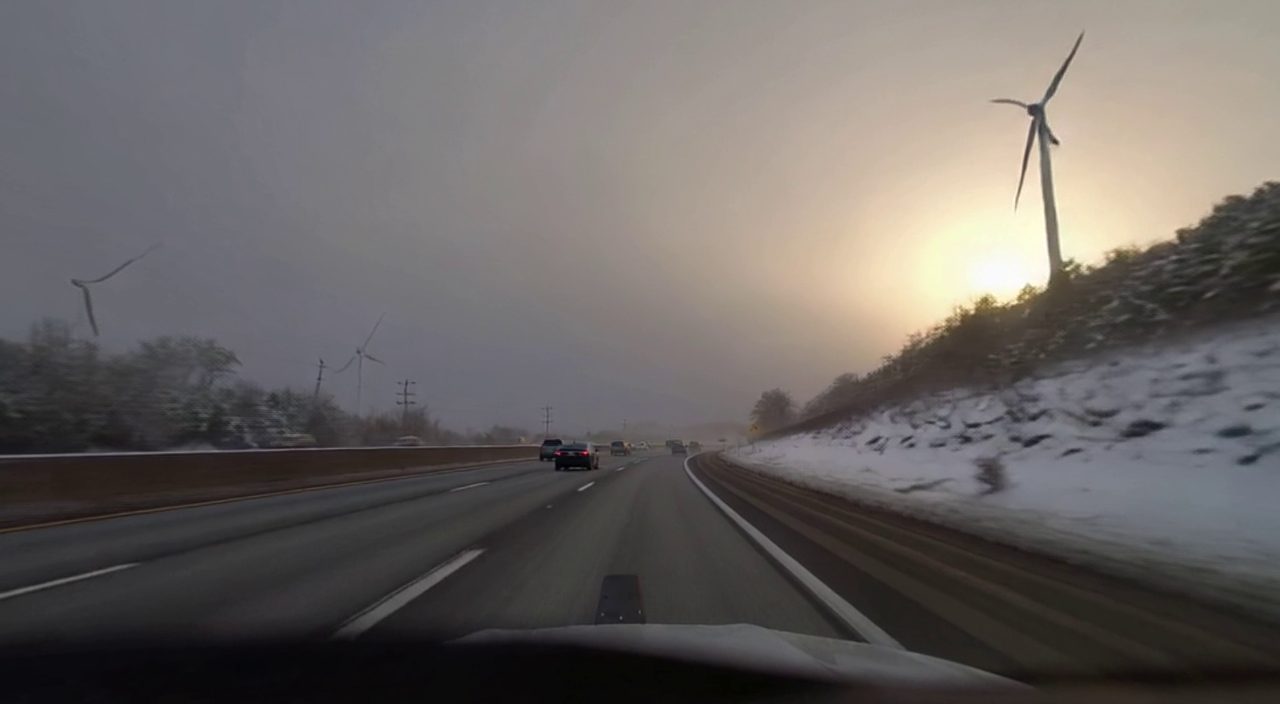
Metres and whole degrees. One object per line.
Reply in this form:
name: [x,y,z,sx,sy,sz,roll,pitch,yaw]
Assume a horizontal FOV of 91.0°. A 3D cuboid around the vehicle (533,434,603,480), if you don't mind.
vehicle: [-2.814,4.275,25.801,2.118,1.702,4.355,0,-9,3]
